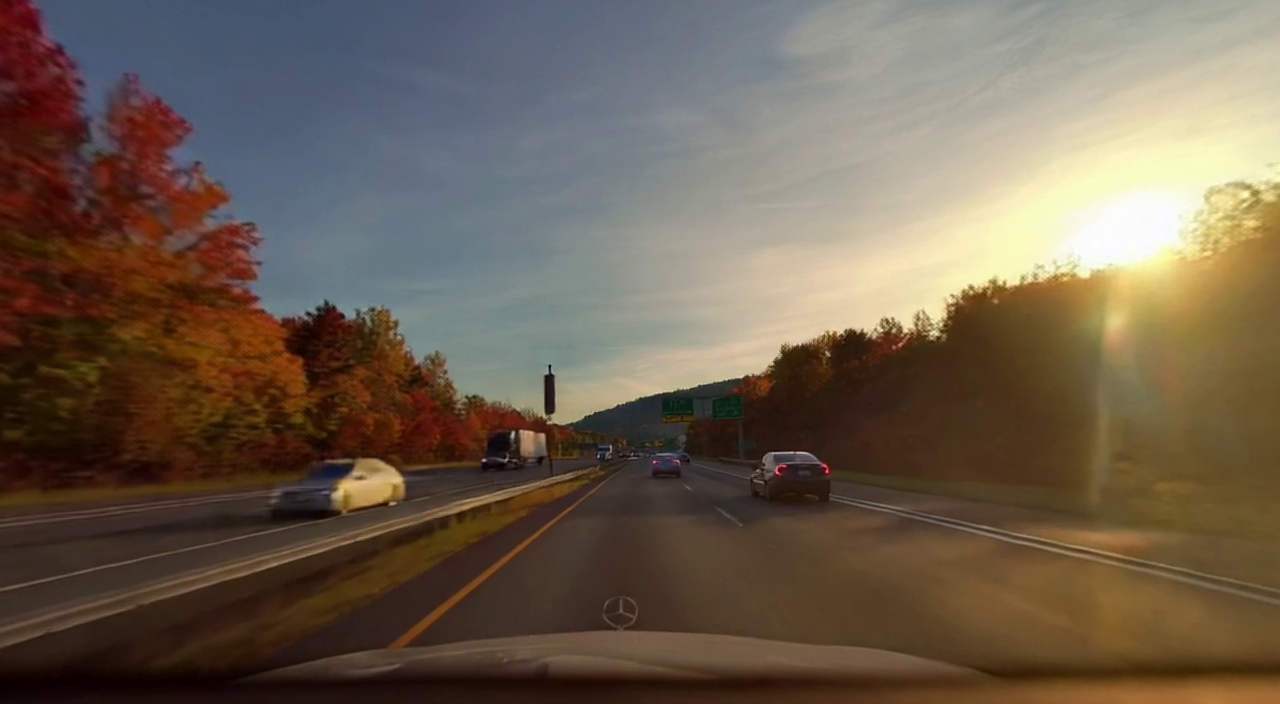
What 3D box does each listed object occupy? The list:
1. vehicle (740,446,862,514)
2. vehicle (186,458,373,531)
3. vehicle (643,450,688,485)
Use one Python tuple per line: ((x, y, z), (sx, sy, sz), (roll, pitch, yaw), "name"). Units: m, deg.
((4.093, 3.321, 16.774), (2.119, 1.557, 4.163), (0, -9, 0), "vehicle")
((-8.911, 3.519, 16.101), (1.991, 1.505, 4.657), (0, -9, 0), "vehicle")
((1.199, 5.668, 31.101), (2.070, 1.546, 4.648), (0, -9, 1), "vehicle")
